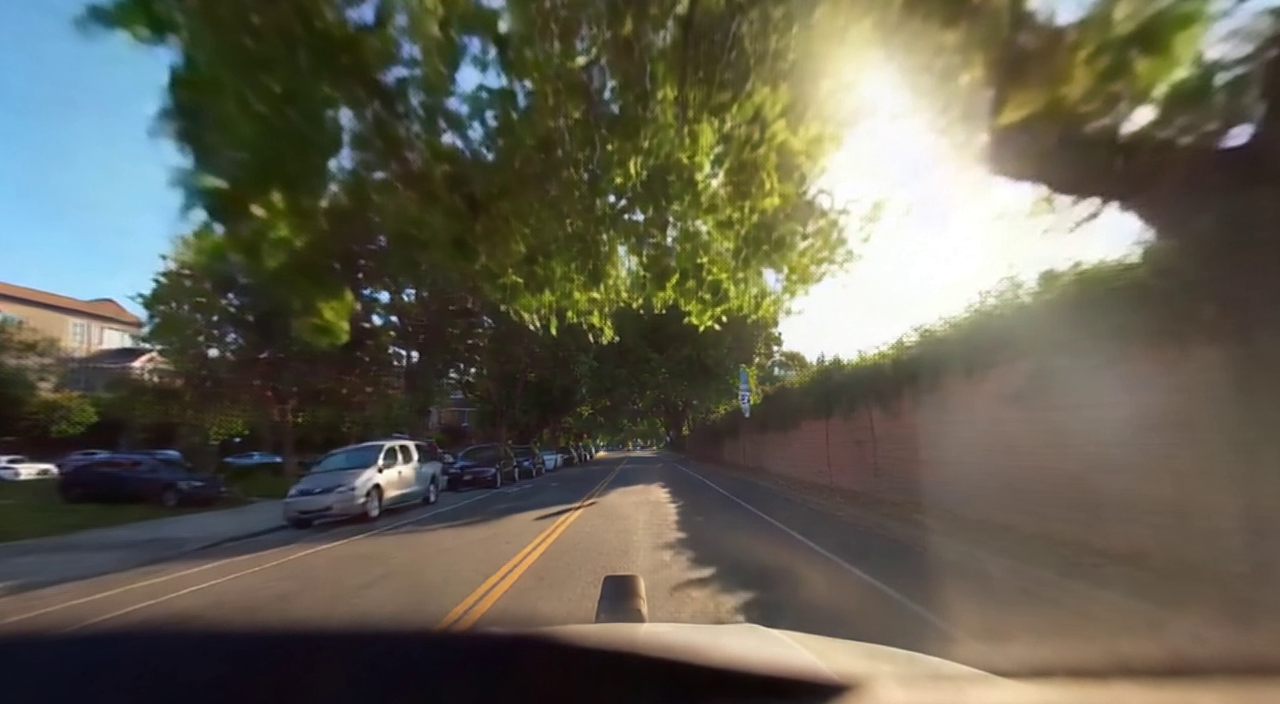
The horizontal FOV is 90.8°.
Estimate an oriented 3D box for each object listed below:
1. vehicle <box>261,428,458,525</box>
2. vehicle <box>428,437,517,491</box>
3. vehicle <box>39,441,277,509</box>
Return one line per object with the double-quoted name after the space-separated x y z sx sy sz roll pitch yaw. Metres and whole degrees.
-6.202 2.764 14.975 2.109 1.847 5.553 0 -7 0 "vehicle"
-6.295 4.212 24.388 2.009 1.820 4.821 1 -8 1 "vehicle"
-13.316 3.393 17.724 4.991 1.692 1.960 1 -8 0 "vehicle"
